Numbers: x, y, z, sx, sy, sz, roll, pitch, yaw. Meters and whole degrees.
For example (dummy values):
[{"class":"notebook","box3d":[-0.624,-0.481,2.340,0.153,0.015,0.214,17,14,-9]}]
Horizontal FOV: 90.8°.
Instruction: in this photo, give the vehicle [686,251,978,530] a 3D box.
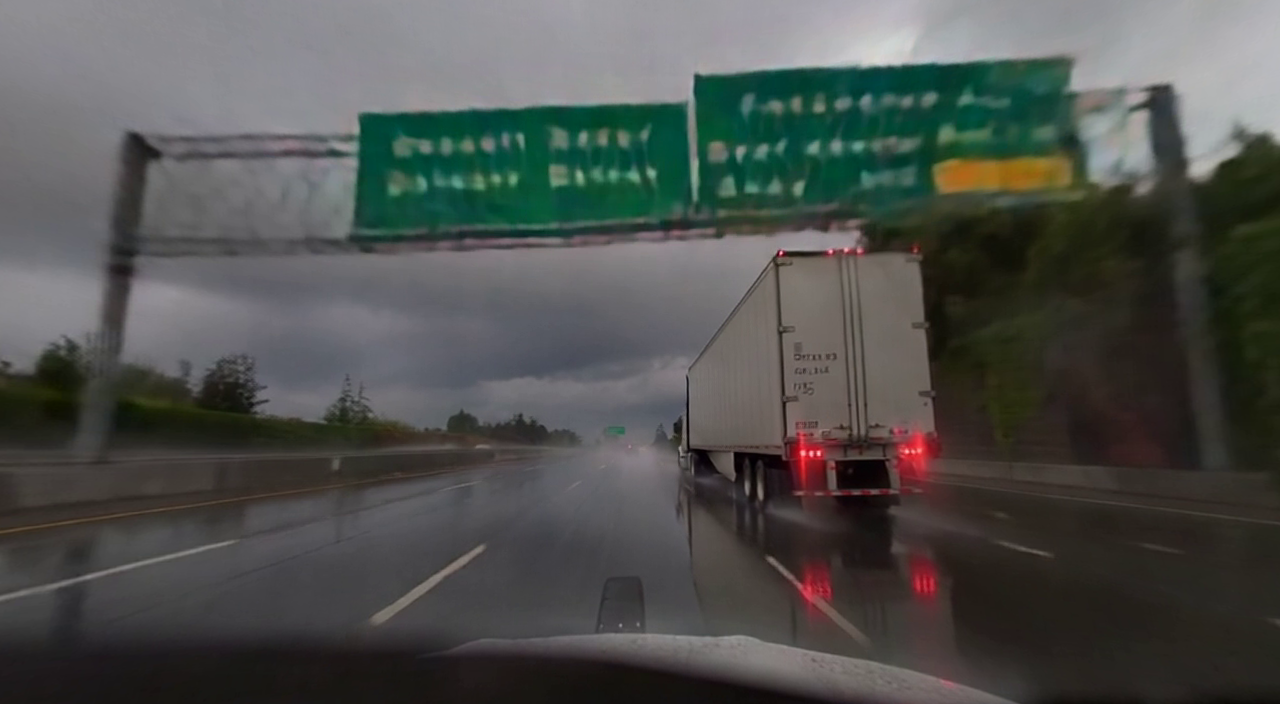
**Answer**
[{"class":"vehicle","box3d":[3.387,1.752,17.556,2.743,4.160,16.408,0,-9,-1]}]

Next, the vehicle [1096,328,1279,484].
[{"class":"vehicle","box3d":[21.519,1.589,18.727,4.916,4.592,13.750,1,-10,-4]}]
